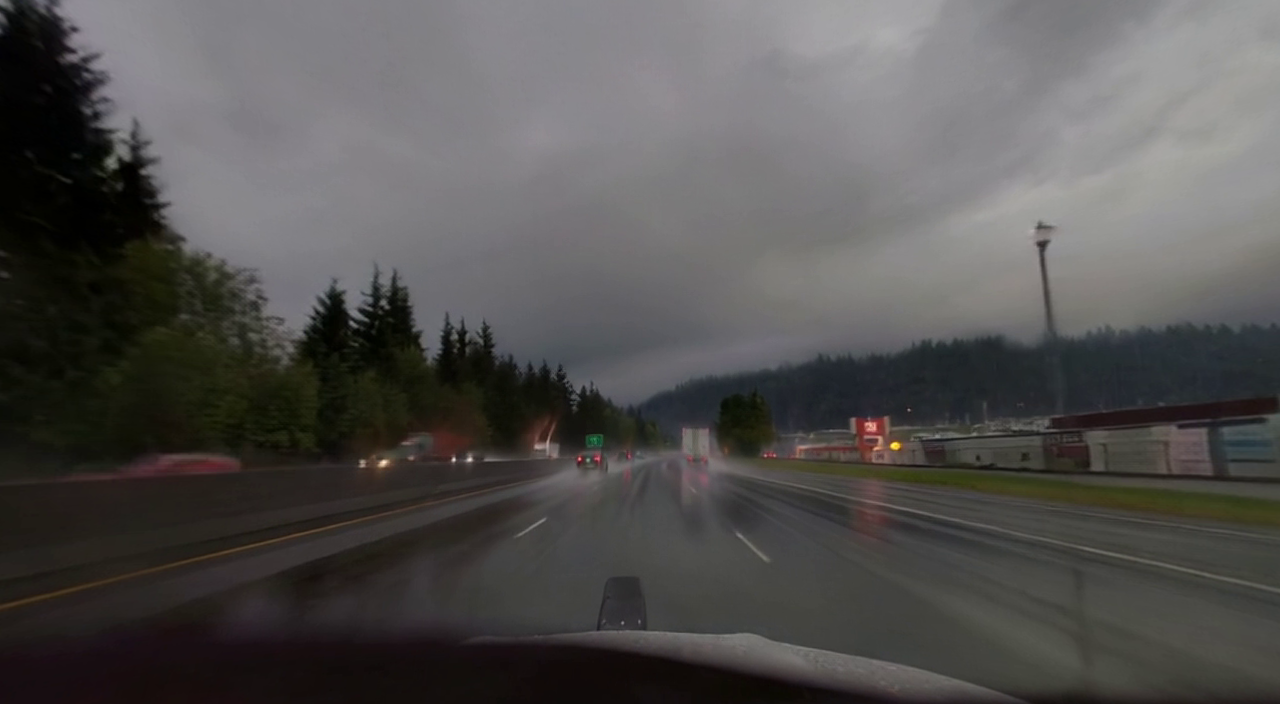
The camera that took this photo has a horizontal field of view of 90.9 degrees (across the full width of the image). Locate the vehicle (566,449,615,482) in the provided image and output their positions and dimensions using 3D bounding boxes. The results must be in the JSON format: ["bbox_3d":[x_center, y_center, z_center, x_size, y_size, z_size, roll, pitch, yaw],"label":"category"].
[{"bbox_3d":[-2.348,5.551,31.158,2.035,1.513,4.272,0,-9,1],"label":"vehicle"}]

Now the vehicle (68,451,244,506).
[{"bbox_3d":[-14.402,3.756,19.144,1.795,1.449,4.364,0,-9,1],"label":"vehicle"}]

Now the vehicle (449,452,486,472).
[{"bbox_3d":[-13.336,8.512,48.991,1.728,1.475,3.566,-1,-9,3],"label":"vehicle"}]

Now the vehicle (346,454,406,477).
[{"bbox_3d":[-17.706,7.602,42.481,1.959,1.448,4.503,0,-9,2],"label":"vehicle"}]
